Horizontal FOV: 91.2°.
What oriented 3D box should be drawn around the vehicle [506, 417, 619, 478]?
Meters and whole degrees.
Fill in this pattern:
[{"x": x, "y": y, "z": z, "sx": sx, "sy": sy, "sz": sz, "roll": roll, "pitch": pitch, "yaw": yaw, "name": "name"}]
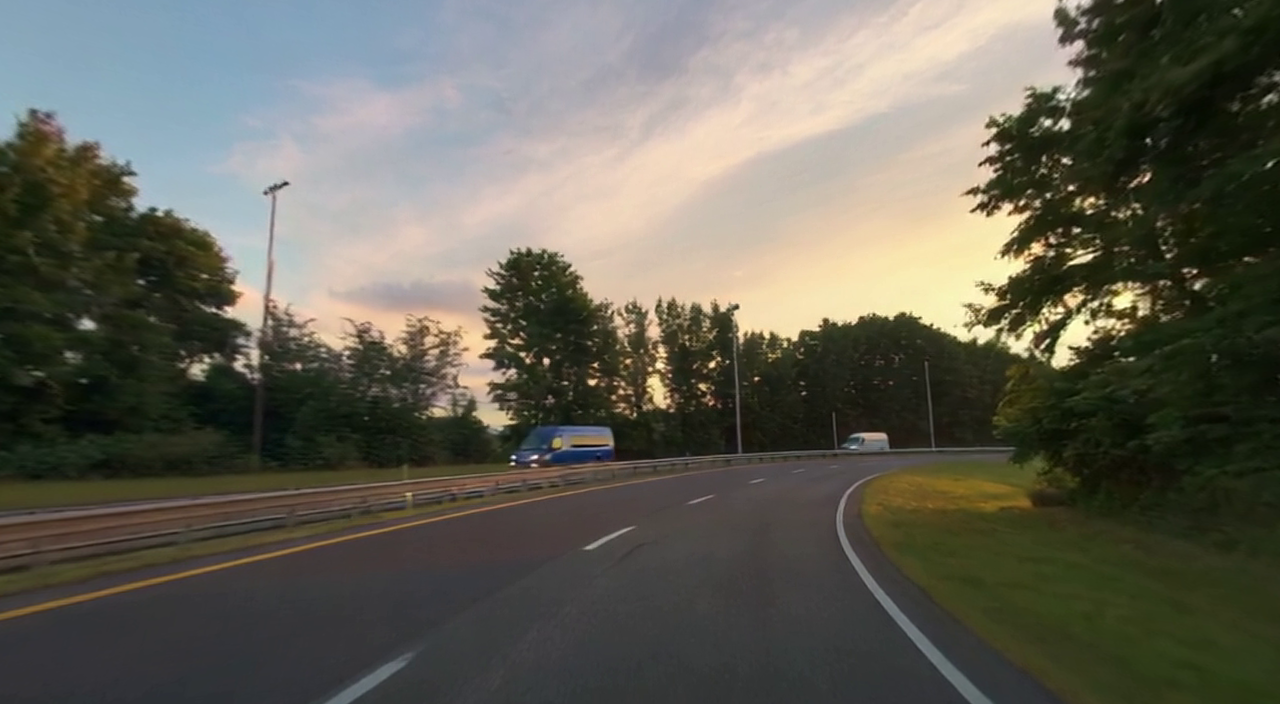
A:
[{"x": -3.733, "y": 4.897, "z": 32.240, "sx": 2.447, "sy": 2.725, "sz": 6.755, "roll": -4, "pitch": -9, "yaw": 26, "name": "vehicle"}]
